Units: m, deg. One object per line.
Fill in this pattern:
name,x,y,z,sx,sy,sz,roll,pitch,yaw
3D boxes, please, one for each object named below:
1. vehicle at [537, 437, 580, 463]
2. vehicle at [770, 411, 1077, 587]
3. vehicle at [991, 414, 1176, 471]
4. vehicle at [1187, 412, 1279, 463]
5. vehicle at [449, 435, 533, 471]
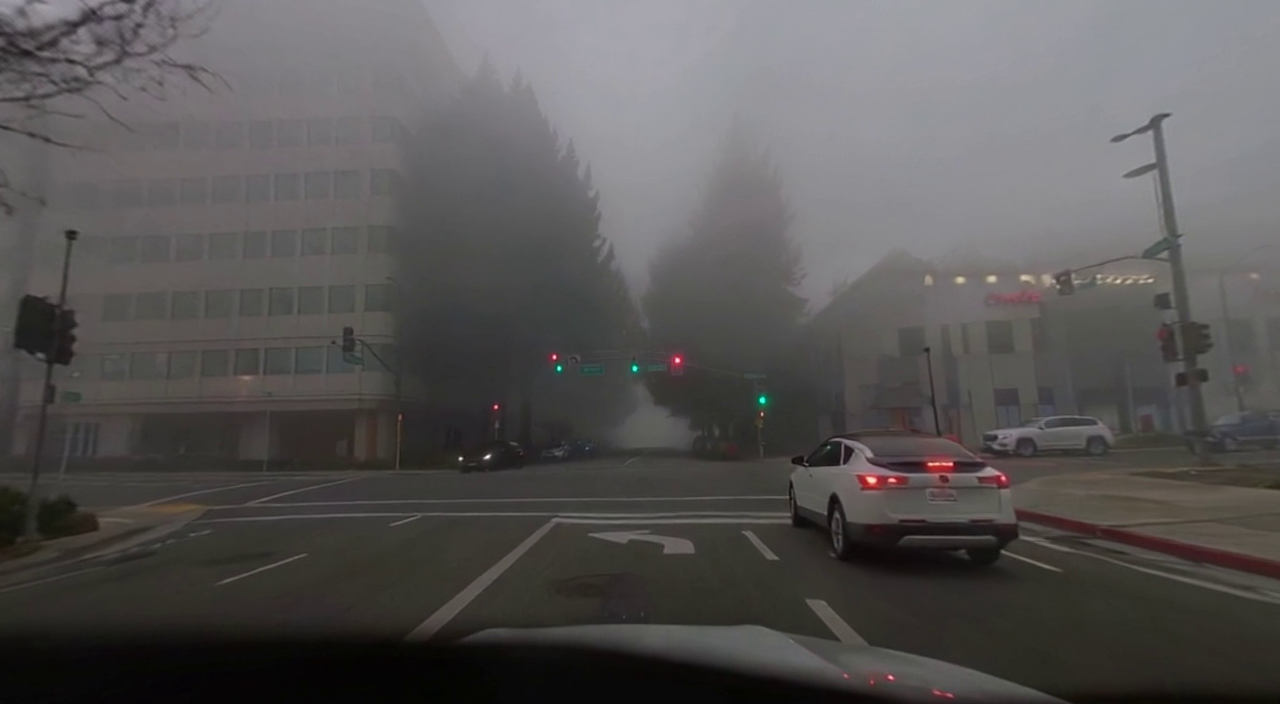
vehicle,-5.590,6.805,43.861,2.115,1.690,4.322,-1,-8,4
vehicle,2.965,1.612,7.679,1.947,1.576,3.825,0,-8,0
vehicle,14.631,3.014,21.023,4.611,1.778,1.939,0,-8,0
vehicle,21.522,2.913,21.424,4.095,1.640,1.848,0,-8,0
vehicle,-7.676,5.231,32.932,1.972,1.693,4.516,-4,-9,22
